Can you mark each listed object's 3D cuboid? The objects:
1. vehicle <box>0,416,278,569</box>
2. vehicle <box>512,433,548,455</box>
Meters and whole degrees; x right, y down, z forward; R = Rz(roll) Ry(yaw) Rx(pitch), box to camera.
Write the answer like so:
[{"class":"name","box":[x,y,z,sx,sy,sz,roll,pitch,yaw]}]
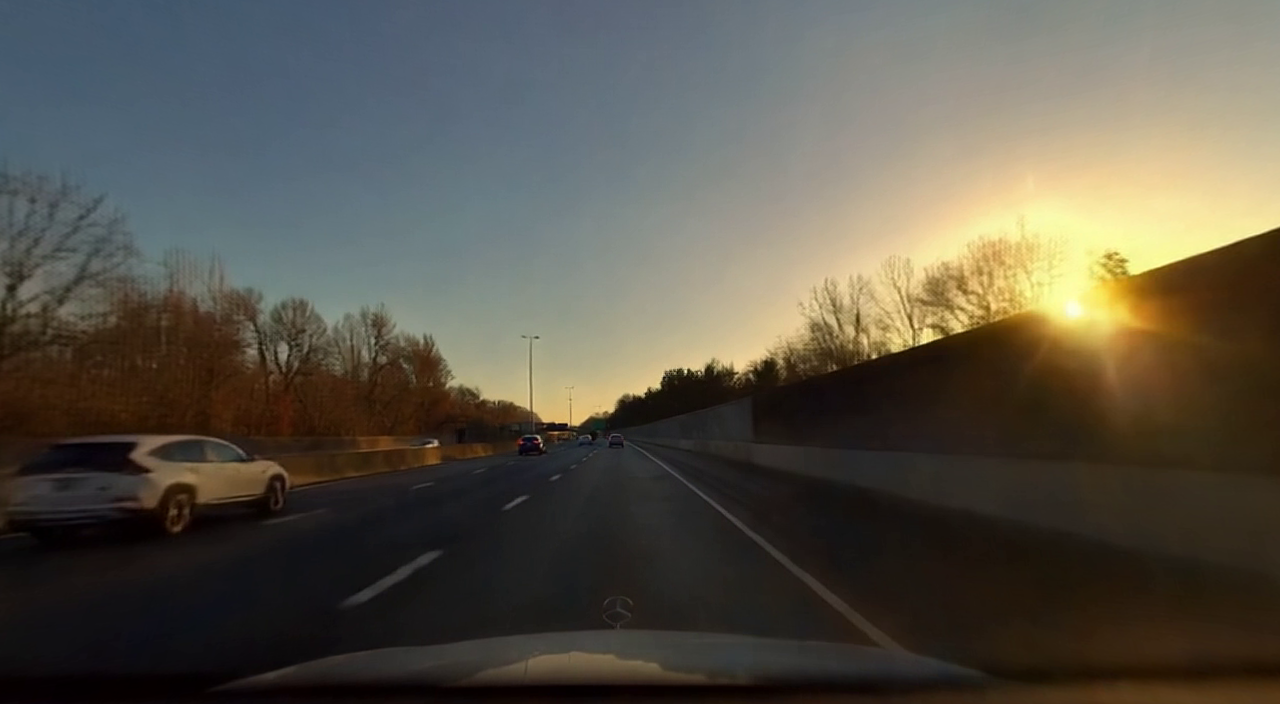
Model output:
[{"class":"vehicle","box":[-7.105,1.705,8.504,1.972,1.532,4.222,0,-8,-1]},{"class":"vehicle","box":[-7.928,6.655,45.763,1.988,1.505,4.044,0,-8,-2]}]
